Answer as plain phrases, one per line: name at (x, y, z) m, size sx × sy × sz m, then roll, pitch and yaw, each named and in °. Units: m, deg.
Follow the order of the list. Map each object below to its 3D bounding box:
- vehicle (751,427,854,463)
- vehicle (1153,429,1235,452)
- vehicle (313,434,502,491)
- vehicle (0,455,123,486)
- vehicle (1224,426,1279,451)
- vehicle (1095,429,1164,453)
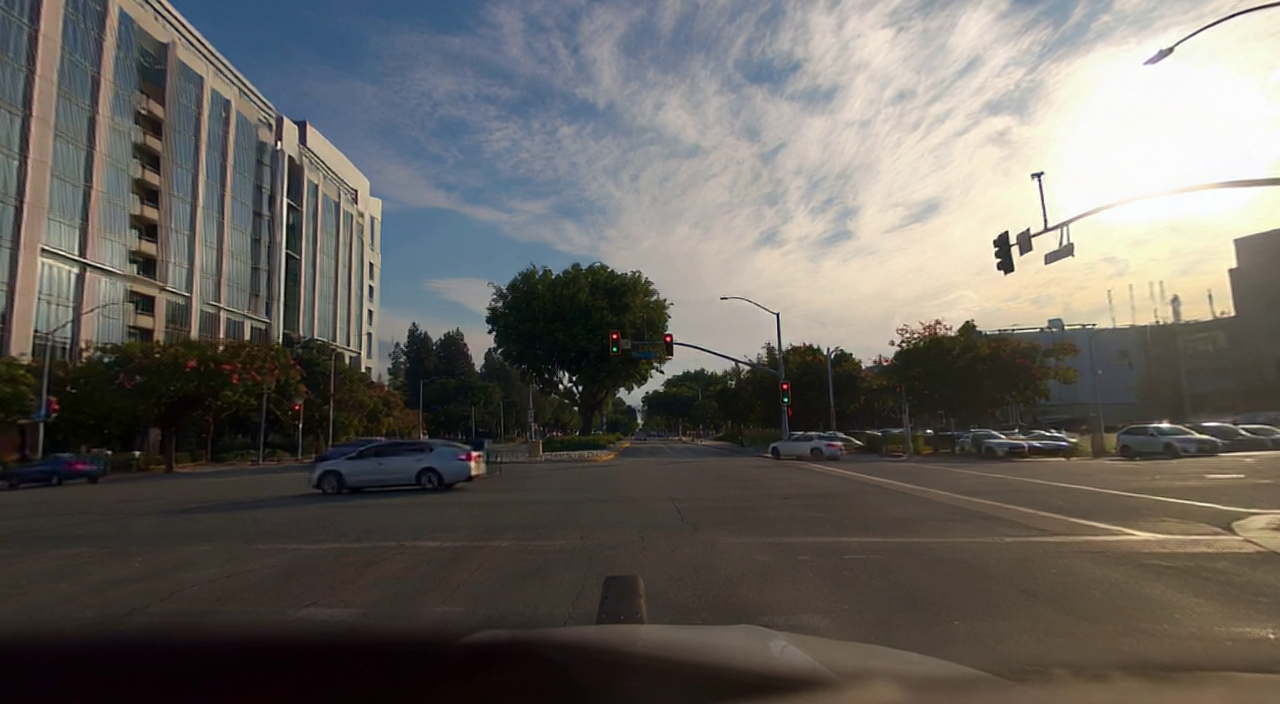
vehicle at (8.133, 4.695, 31.857) m, size 4.571 × 1.698 × 1.977 m, roll -7°, pitch -11°, yaw 40°
vehicle at (36.581, 5.878, 41.831) m, size 1.726 × 1.429 × 4.163 m, roll -1°, pitch -8°, yaw 2°
vehicle at (-6.699, 3.178, 18.585) m, size 4.916 × 1.504 × 1.846 m, roll 2°, pitch -9°, yaw -19°
vehicle at (-26.445, 5.404, 28.880) m, size 4.046 × 1.306 × 1.719 m, roll 0°, pitch -8°, yaw -1°
vehicle at (42.271, 5.731, 41.918) m, size 2.037 × 1.614 × 5.175 m, roll 0°, pitch -8°, yaw 0°
vehicle at (33.269, 6.090, 43.094) m, size 2.090 × 1.494 × 4.321 m, roll -3°, pitch -9°, yaw 15°
